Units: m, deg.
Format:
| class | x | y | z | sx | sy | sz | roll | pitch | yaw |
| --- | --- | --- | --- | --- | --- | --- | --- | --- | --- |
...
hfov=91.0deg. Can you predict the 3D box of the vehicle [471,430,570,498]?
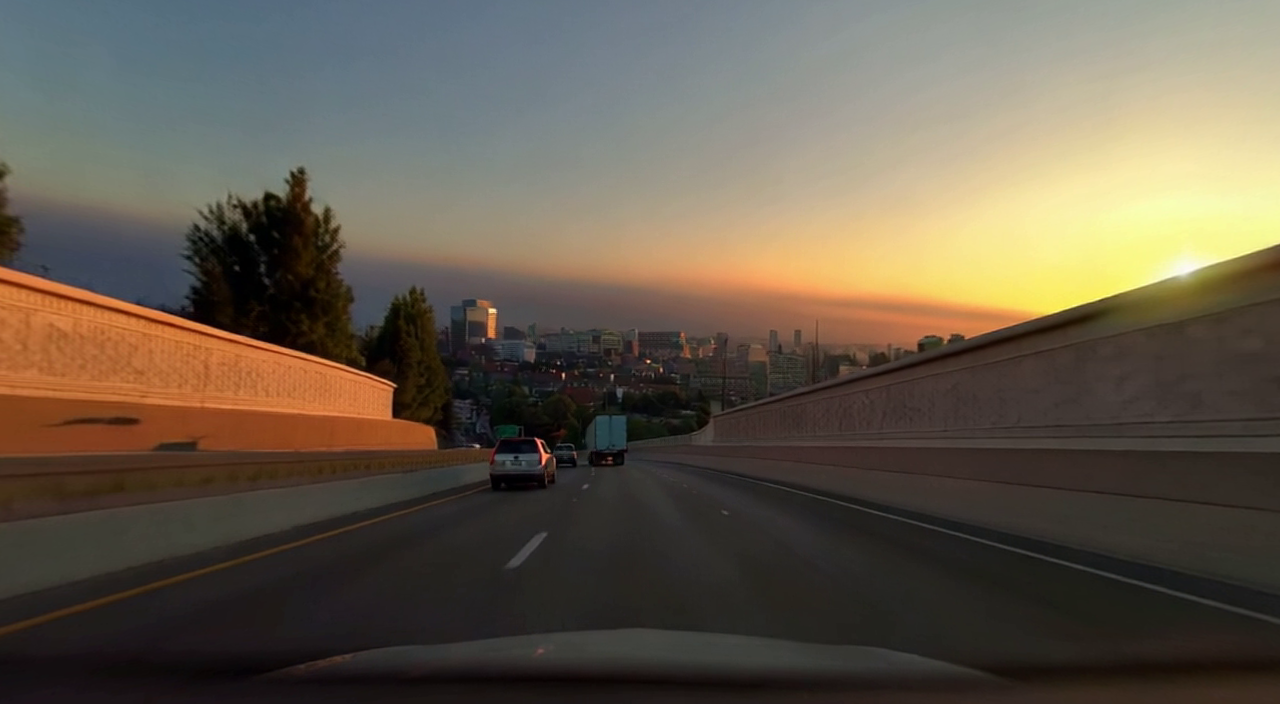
| class | x | y | z | sx | sy | sz | roll | pitch | yaw |
| --- | --- | --- | --- | --- | --- | --- | --- | --- | --- |
| vehicle | -3.305 | 3.218 | 18.421 | 2.041 | 1.734 | 4.391 | 0 | -9 | 0 |
